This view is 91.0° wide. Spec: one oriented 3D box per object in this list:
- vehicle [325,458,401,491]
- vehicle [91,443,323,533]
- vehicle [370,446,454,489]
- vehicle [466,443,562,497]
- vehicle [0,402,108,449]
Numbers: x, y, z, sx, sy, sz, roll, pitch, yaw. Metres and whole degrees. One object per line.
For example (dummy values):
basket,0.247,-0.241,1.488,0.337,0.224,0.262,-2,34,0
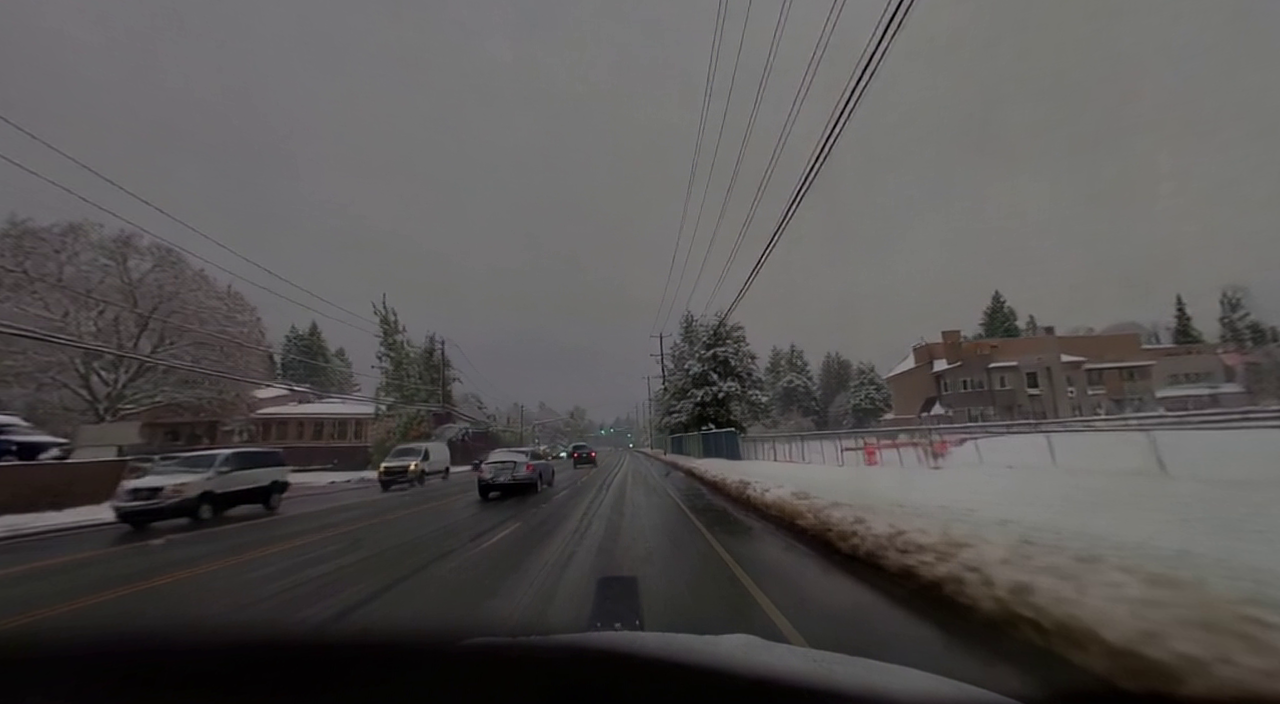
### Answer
vehicle,-14.184,6.292,32.547,1.943,1.506,4.471,0,-9,-1
vehicle,-10.288,3.235,15.628,2.206,1.845,4.917,0,-9,0
vehicle,-10.438,5.306,29.305,2.137,1.828,4.754,0,-9,0
vehicle,-3.800,3.638,19.805,2.020,1.489,4.469,0,-9,1
vehicle,-24.180,2.960,25.124,3.949,1.754,2.074,0,-8,1
